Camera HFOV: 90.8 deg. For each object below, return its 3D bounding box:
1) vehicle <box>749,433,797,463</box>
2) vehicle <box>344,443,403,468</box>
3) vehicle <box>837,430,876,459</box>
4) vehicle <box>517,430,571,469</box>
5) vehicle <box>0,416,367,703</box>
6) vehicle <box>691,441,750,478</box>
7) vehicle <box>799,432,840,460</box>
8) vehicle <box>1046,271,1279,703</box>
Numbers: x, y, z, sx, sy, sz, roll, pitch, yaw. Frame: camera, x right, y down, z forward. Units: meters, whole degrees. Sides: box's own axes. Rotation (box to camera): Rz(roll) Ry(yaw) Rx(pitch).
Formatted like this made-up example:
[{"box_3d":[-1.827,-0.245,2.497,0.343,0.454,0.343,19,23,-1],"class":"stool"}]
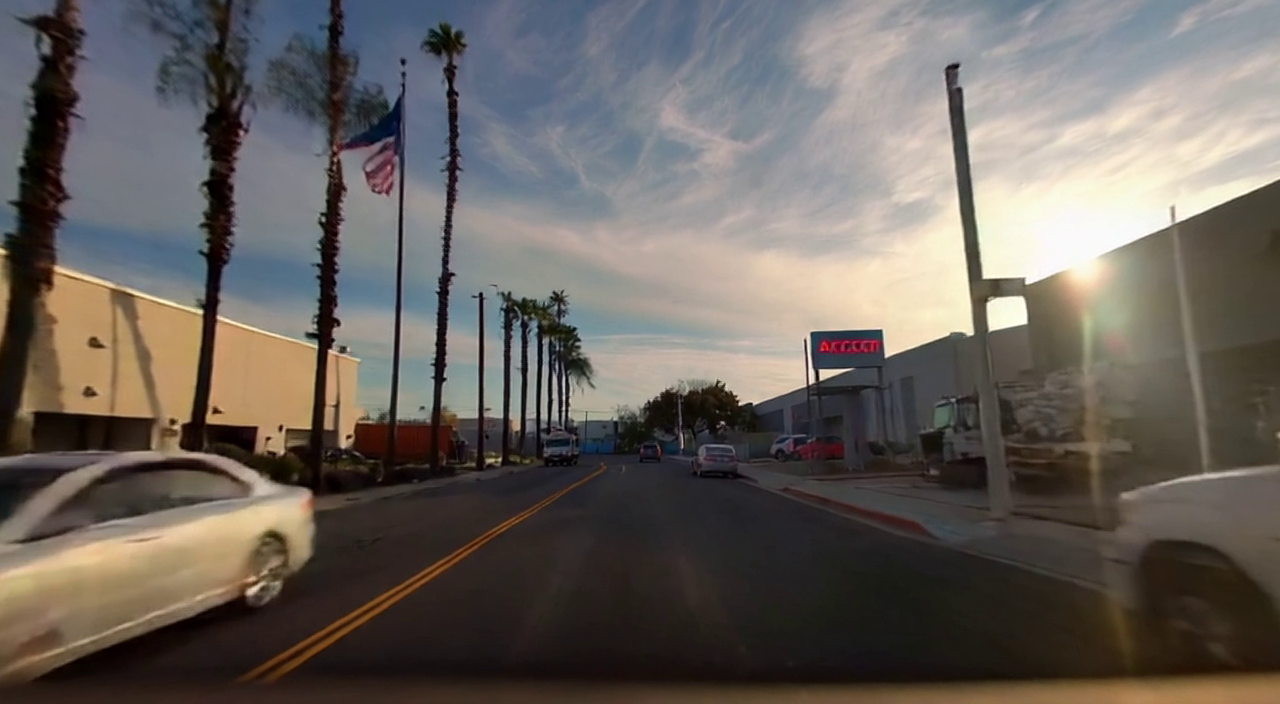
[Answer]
[{"box_3d":[9.455,6.739,44.435,2.325,1.877,5.987,-6,-9,19],"class":"vehicle"},{"box_3d":[-20.320,7.893,48.423,2.152,1.746,5.461,0,-9,-1],"class":"vehicle"},{"box_3d":[15.295,6.531,44.422,2.311,1.876,4.987,-4,-9,21],"class":"vehicle"},{"box_3d":[-7.452,7.667,49.848,2.845,2.738,7.208,-3,-8,2],"class":"vehicle"},{"box_3d":[-3.637,1.199,3.770,2.033,1.492,4.477,0,-9,0],"class":"vehicle"},{"box_3d":[3.701,5.040,29.900,2.111,1.611,4.576,0,-9,-1],"class":"vehicle"},{"box_3d":[12.765,6.678,44.797,2.159,1.840,4.404,-4,-9,23],"class":"vehicle"},{"box_3d":[3.589,0.415,0.534,2.345,1.969,6.070,0,-9,-1],"class":"vehicle"}]
